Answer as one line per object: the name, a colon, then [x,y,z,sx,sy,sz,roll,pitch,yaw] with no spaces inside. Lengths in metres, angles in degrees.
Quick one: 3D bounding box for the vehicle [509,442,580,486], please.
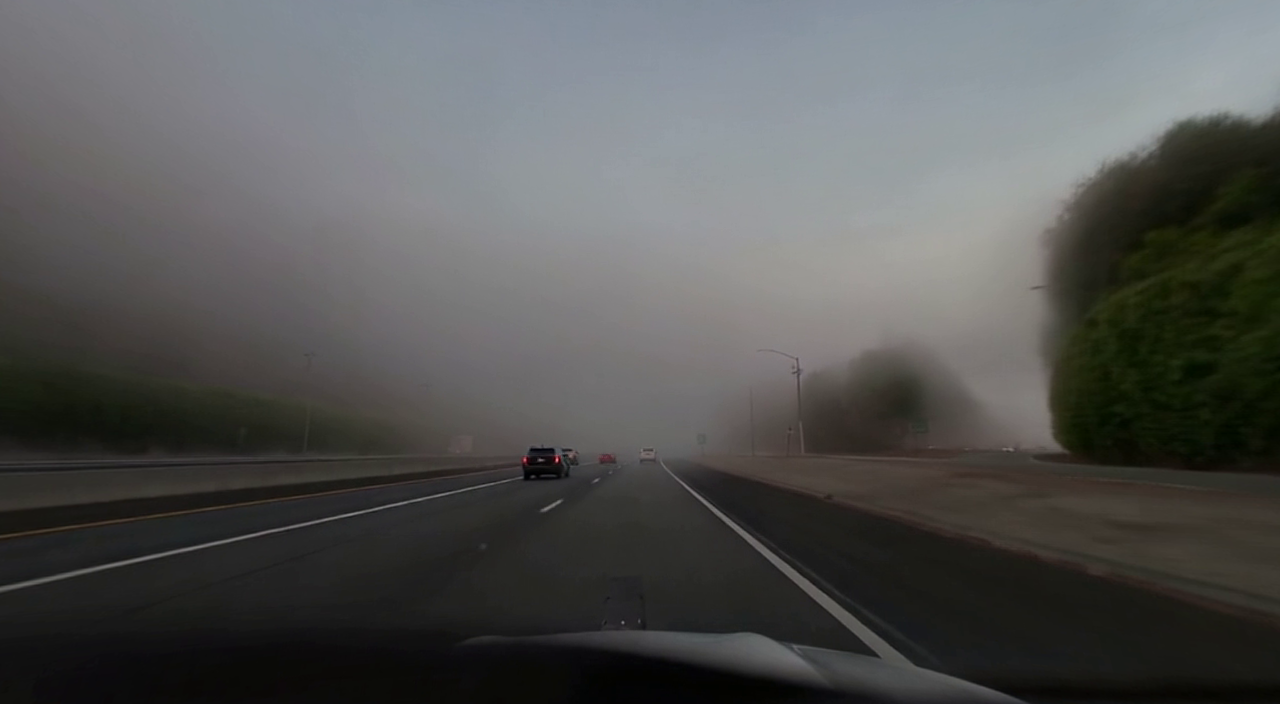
vehicle: [-4.009,4.797,27.247,2.263,1.696,4.321,0,-9,1]
